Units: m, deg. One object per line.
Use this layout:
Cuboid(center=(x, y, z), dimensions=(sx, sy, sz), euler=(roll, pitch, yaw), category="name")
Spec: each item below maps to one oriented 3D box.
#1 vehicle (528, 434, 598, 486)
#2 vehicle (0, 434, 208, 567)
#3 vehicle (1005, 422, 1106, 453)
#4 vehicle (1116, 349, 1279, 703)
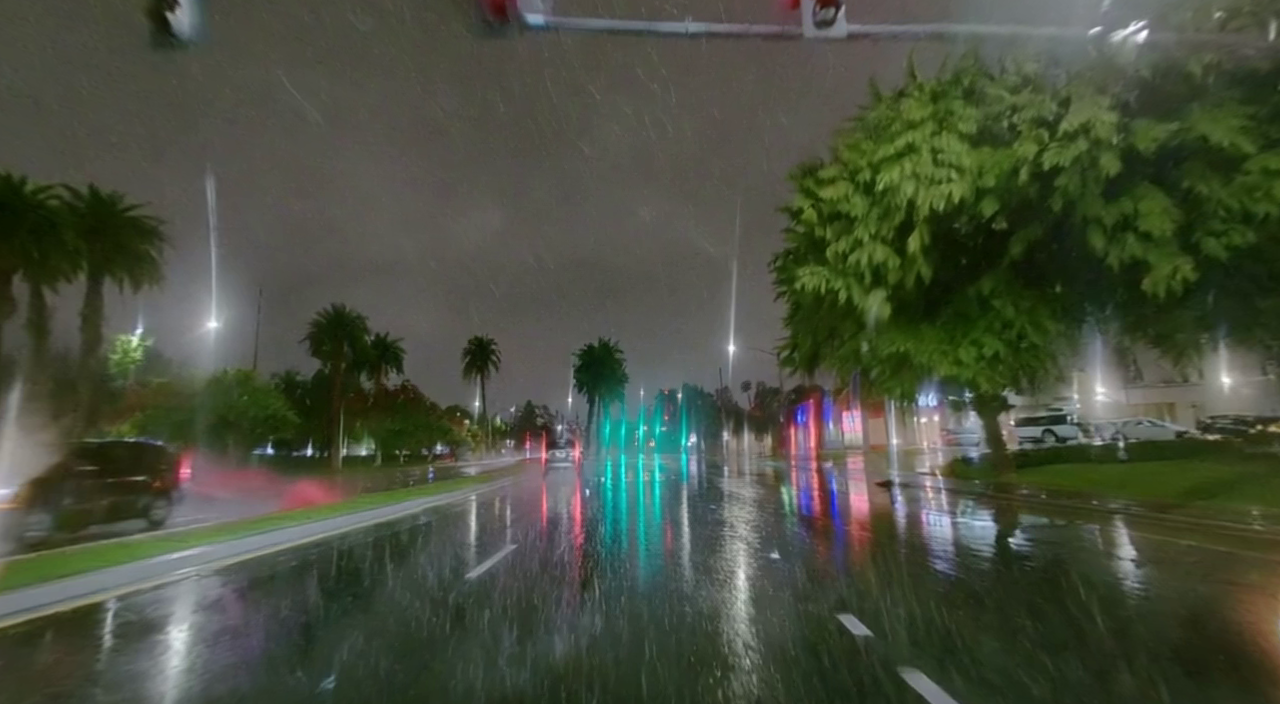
Cuboid(center=(-2.768, 4.007, 23.679), dimensions=(1.998, 1.743, 4.402), euler=(-1, -8, 1), category="vehicle")
Cuboid(center=(-8.352, 1.873, 8.351), dimensions=(2.012, 1.500, 4.636), euler=(0, -8, -1), category="vehicle")
Cuboid(center=(23.533, 4.863, 35.789), dimensions=(4.283, 1.700, 1.965), euler=(0, -8, 0), category="vehicle")
Cuboid(center=(2.762, 0.524, 0.208), dimensions=(1.946, 1.513, 4.133), euler=(0, -8, 0), category="vehicle")
